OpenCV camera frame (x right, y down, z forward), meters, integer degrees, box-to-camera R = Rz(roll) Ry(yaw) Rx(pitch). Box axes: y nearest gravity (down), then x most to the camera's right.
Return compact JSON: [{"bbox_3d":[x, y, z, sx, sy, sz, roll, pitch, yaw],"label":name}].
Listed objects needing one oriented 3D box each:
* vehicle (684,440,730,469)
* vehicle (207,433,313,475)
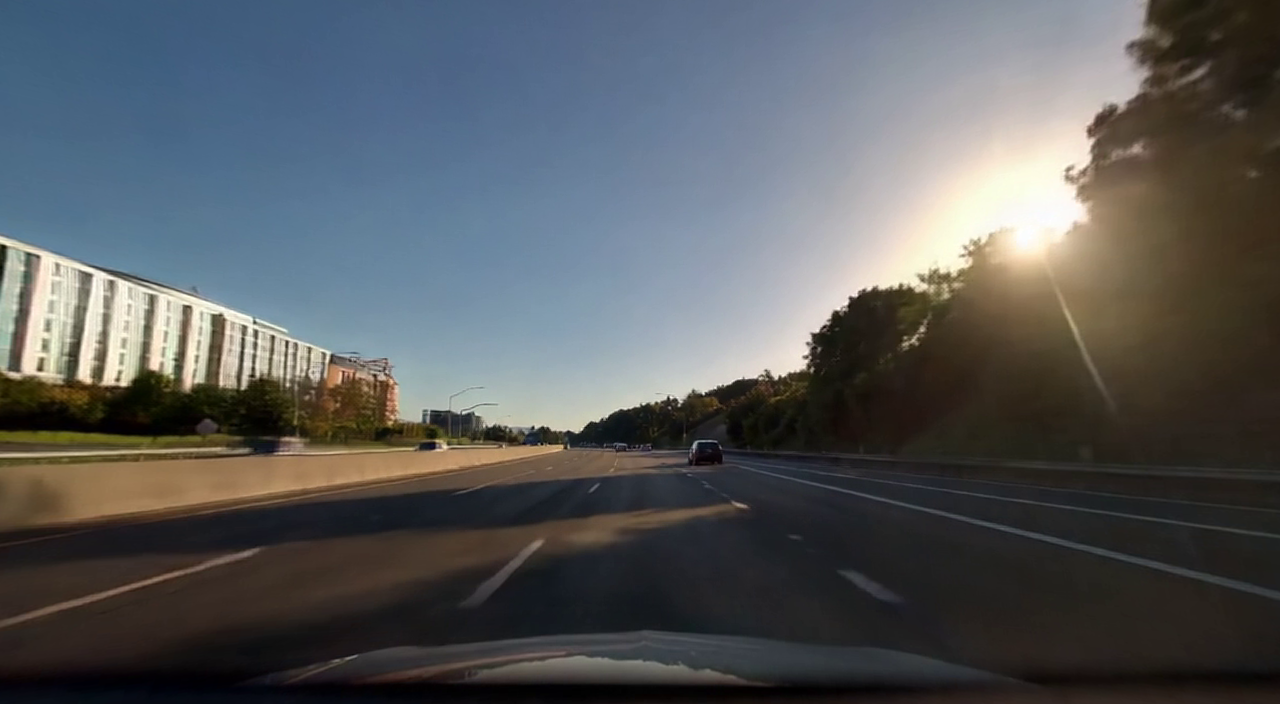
[{"bbox_3d":[3.667,5.696,35.197,1.926,1.477,4.025,0,-8,-2],"label":"vehicle"},{"bbox_3d":[-16.632,4.480,27.910,2.018,1.703,4.295,0,-8,-1],"label":"vehicle"}]
